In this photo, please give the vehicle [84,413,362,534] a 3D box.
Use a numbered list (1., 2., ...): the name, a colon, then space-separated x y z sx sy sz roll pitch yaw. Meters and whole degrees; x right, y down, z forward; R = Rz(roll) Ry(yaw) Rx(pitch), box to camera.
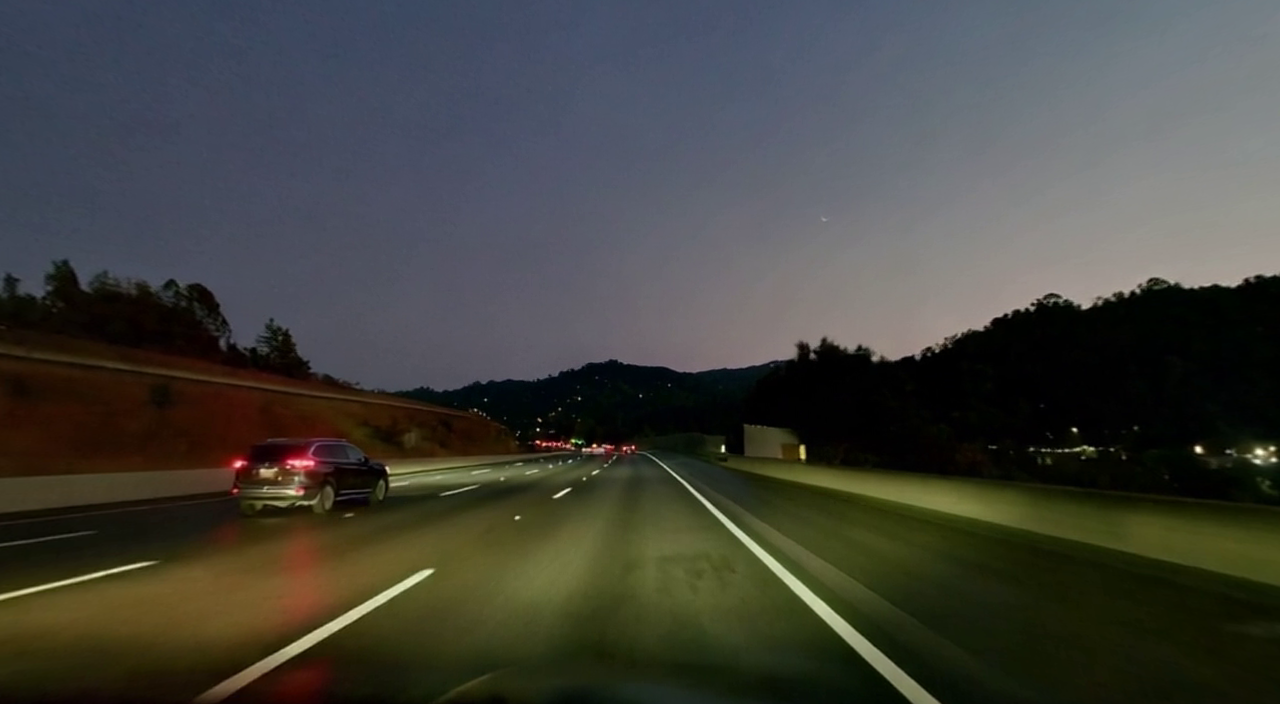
1. vehicle: -7.841 2.338 12.703 2.151 1.925 4.945 0 -9 0
